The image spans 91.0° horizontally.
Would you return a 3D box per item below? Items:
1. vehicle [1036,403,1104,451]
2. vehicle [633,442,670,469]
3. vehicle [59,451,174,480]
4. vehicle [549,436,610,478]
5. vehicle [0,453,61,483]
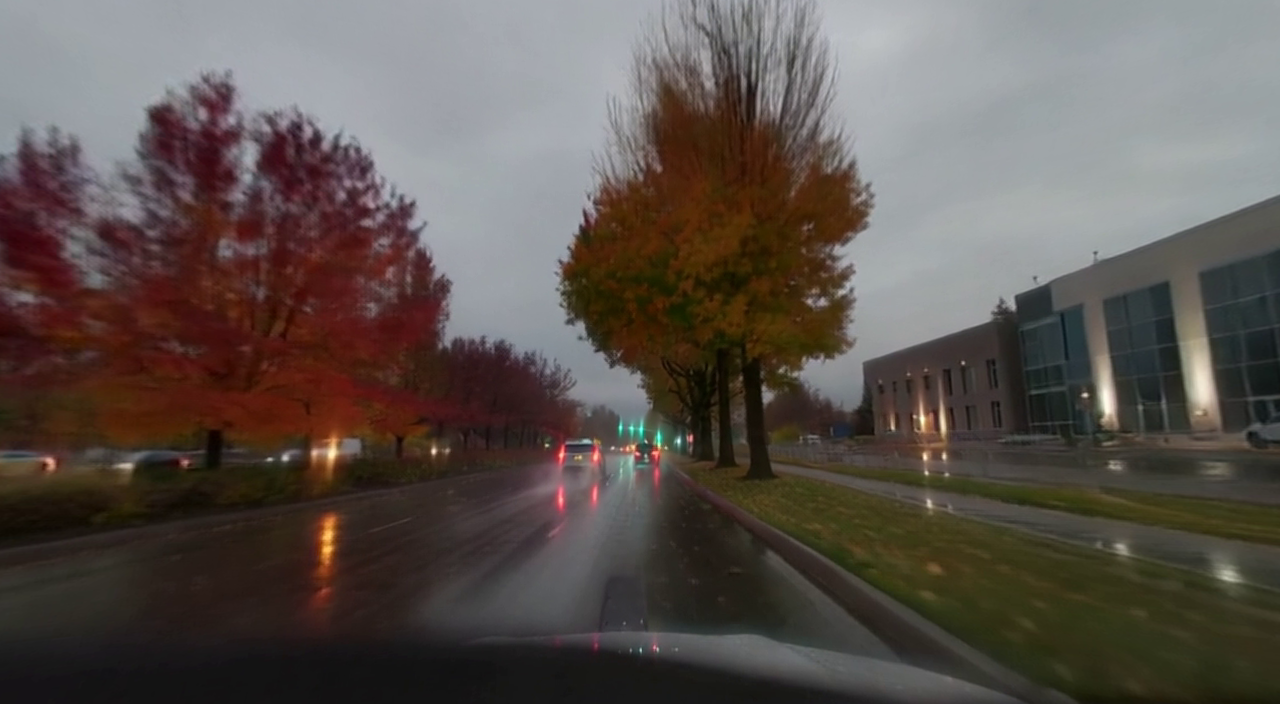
[{"bbox_3d":[23.133,4.096,33.985,2.320,2.489,2.049,-2,-9,17],"label":"vehicle"},{"bbox_3d":[0.677,6.084,37.282,2.040,1.493,3.682,0,-9,1],"label":"vehicle"},{"bbox_3d":[-30.505,6.606,36.986,1.822,1.522,5.556,0,-9,2],"label":"vehicle"},{"bbox_3d":[-2.649,4.719,28.537,2.197,1.709,4.069,0,-9,2],"label":"vehicle"},{"bbox_3d":[-33.708,6.144,33.380,1.773,1.477,4.319,0,-9,2],"label":"vehicle"}]
